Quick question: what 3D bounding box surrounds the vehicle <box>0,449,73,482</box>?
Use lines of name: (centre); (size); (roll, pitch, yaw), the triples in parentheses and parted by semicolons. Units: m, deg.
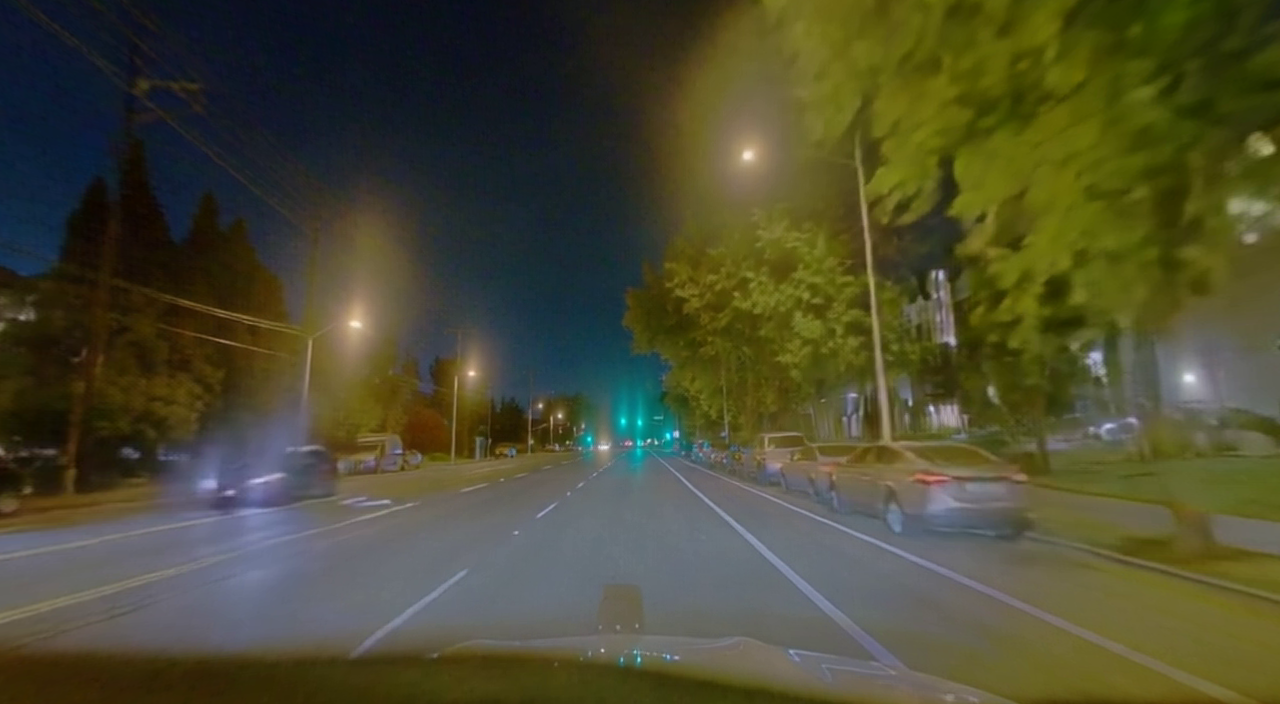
vehicle: (-30.423, 5.408, 30.163); (4.603, 1.498, 2.053); (0, -9, -1)

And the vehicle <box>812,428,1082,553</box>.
vehicle: (4.435, 2.062, 10.187); (1.927, 1.523, 4.668); (0, -8, -1)

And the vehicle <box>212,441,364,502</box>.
vehicle: (-10.136, 3.440, 18.669); (1.978, 1.566, 4.357); (0, -9, 0)

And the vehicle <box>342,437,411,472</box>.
vehicle: (-17.897, 6.976, 43.274); (2.360, 2.225, 5.385); (0, -9, 0)
